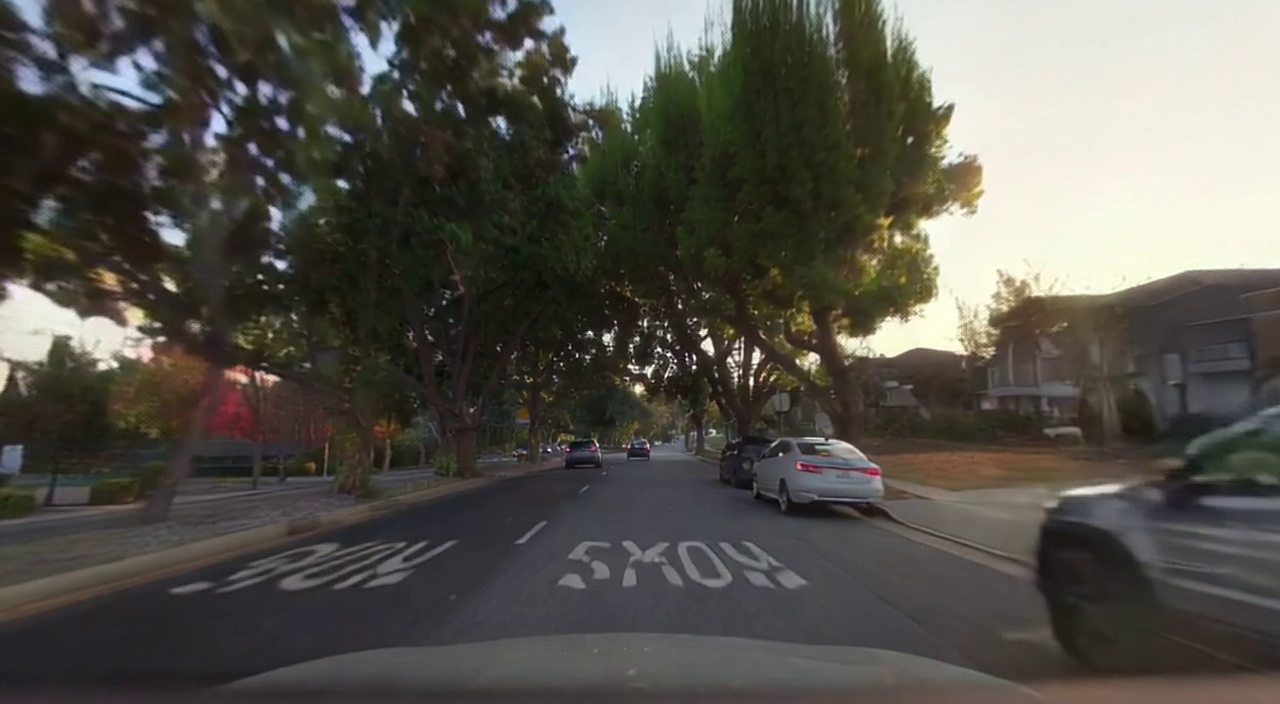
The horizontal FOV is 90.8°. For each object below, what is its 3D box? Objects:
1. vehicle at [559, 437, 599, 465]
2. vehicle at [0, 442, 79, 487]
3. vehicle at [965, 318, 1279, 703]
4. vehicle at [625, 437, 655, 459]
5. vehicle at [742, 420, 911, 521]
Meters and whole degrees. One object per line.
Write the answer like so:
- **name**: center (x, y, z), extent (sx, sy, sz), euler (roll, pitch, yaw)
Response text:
- **vehicle**: center (-3.830, 6.288, 40.417), extent (2.129, 1.668, 4.722), euler (0, -8, 0)
- **vehicle**: center (-46.966, 8.571, 47.619), extent (6.687, 2.839, 2.880), euler (-6, -8, -1)
- **vehicle**: center (3.682, 0.747, 2.103), extent (2.273, 1.860, 5.077), euler (0, -9, -3)
- **vehicle**: center (0.035, 7.150, 47.015), extent (2.142, 1.548, 4.273), euler (0, -8, 0)
- **vehicle**: center (3.620, 2.406, 13.322), extent (2.113, 1.760, 4.432), euler (0, -9, -1)
